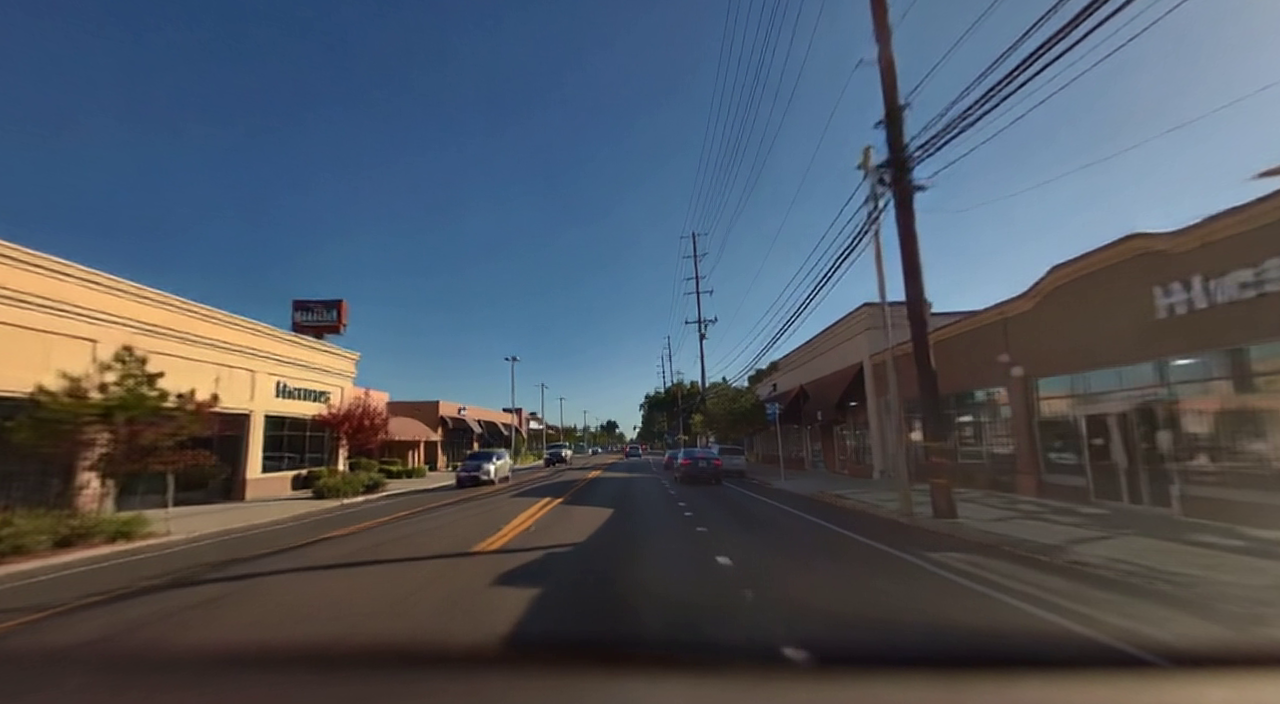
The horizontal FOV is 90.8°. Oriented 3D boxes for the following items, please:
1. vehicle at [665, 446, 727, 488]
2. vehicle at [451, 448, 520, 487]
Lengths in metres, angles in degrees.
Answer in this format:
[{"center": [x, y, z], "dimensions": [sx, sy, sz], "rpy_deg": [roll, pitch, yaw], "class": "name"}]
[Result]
[{"center": [2.068, 4.403, 24.532], "dimensions": [1.975, 1.497, 3.647], "rpy_deg": [0, -9, -2], "class": "vehicle"}, {"center": [-6.478, 4.869, 26.996], "dimensions": [1.868, 1.466, 4.397], "rpy_deg": [0, -9, 0], "class": "vehicle"}]
